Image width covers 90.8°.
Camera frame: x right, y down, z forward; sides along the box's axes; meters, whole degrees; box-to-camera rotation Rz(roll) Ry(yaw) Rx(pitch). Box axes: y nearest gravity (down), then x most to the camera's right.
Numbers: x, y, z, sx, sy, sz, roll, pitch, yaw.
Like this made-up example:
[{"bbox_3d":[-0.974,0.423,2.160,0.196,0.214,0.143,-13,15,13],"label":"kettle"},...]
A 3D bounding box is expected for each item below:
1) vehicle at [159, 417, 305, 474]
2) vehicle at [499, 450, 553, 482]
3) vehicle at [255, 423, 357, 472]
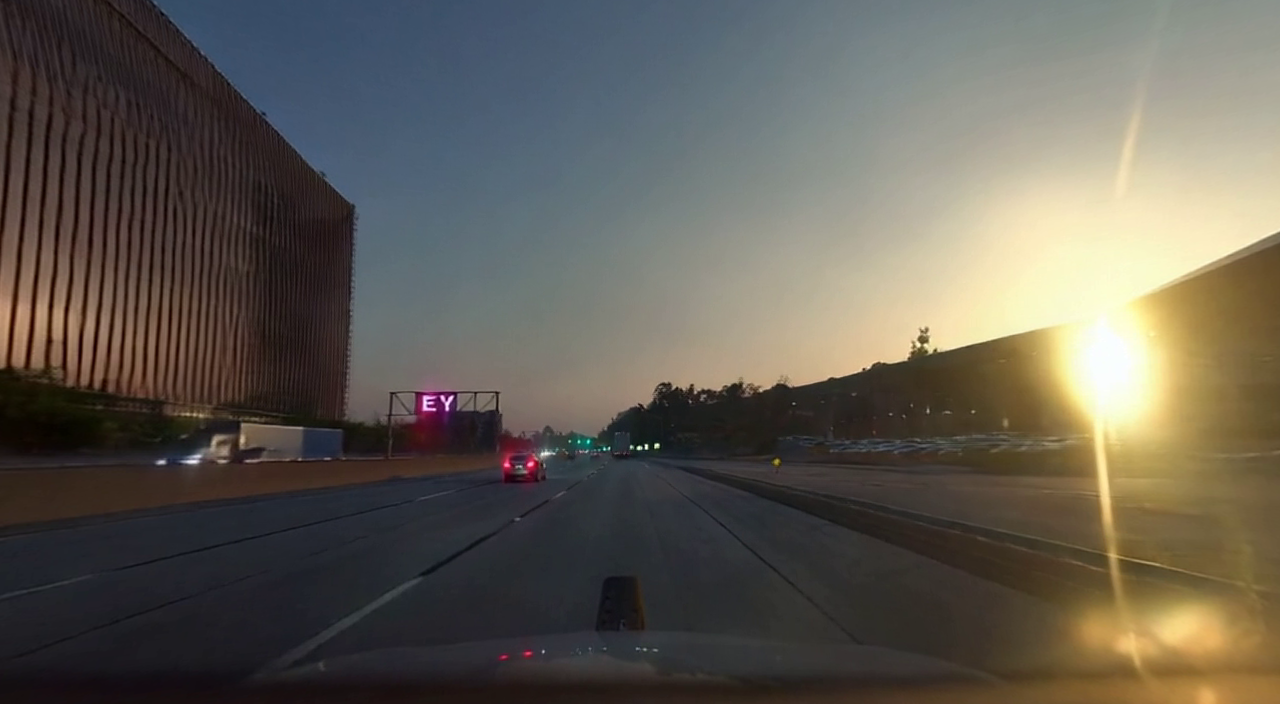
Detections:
[{"bbox_3d":[-24.619,5.792,38.934,2.960,3.052,9.368,0,-9,-2],"label":"vehicle"},{"bbox_3d":[-5.783,5.806,32.508,1.943,1.510,4.201,0,-9,0],"label":"vehicle"},{"bbox_3d":[-24.821,7.192,47.605,2.785,3.272,9.199,0,-9,-1],"label":"vehicle"}]
